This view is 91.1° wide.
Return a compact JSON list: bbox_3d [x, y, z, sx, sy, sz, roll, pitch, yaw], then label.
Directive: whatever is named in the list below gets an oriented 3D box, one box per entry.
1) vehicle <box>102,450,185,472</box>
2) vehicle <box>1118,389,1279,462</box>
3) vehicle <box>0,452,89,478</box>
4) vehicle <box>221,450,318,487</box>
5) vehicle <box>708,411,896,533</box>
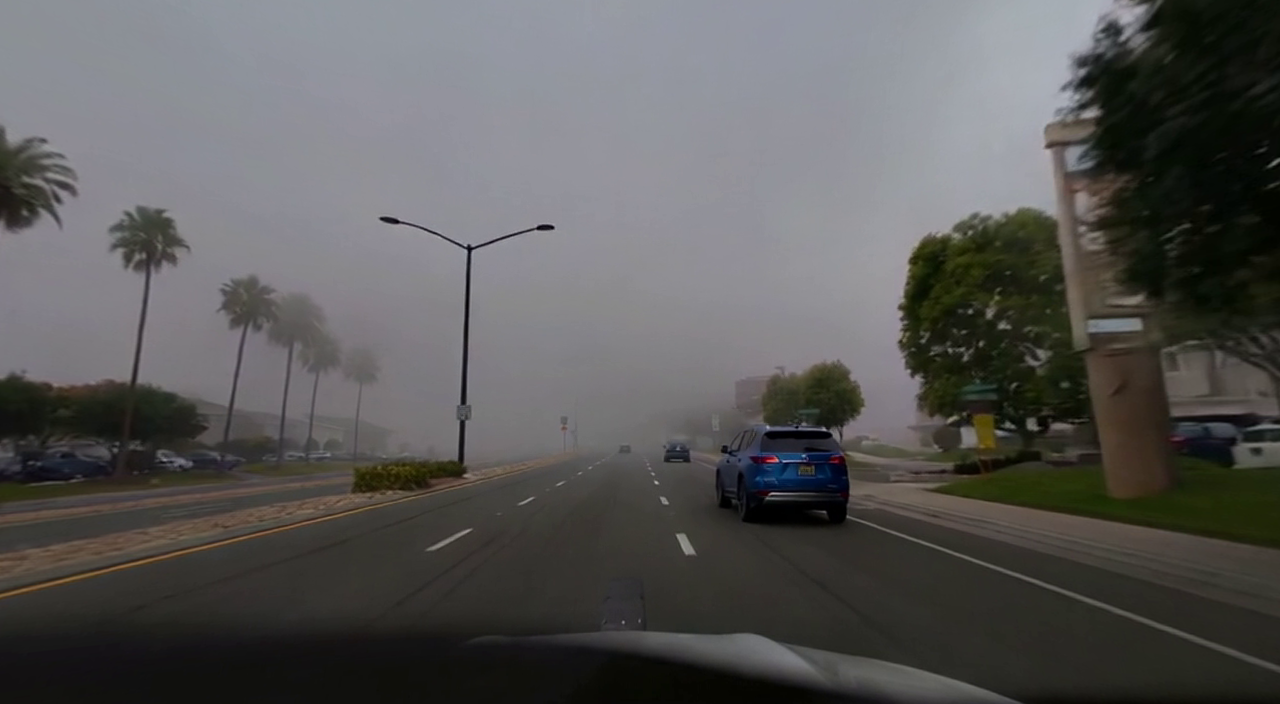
[{"bbox_3d":[-36.447,7.994,46.128,4.414,1.480,1.924,0,-8,1],"label":"vehicle"},{"bbox_3d":[28.263,3.814,31.837,2.811,3.303,6.565,0,-8,1],"label":"vehicle"},{"bbox_3d":[-36.352,6.838,38.179,4.080,1.476,1.821,-1,-8,5],"label":"vehicle"},{"bbox_3d":[-16.218,5.105,27.813,2.018,1.438,4.448,1,-8,-7],"label":"vehicle"},{"bbox_3d":[2.681,2.142,11.788,2.195,1.804,4.658,0,-8,-1],"label":"vehicle"}]
